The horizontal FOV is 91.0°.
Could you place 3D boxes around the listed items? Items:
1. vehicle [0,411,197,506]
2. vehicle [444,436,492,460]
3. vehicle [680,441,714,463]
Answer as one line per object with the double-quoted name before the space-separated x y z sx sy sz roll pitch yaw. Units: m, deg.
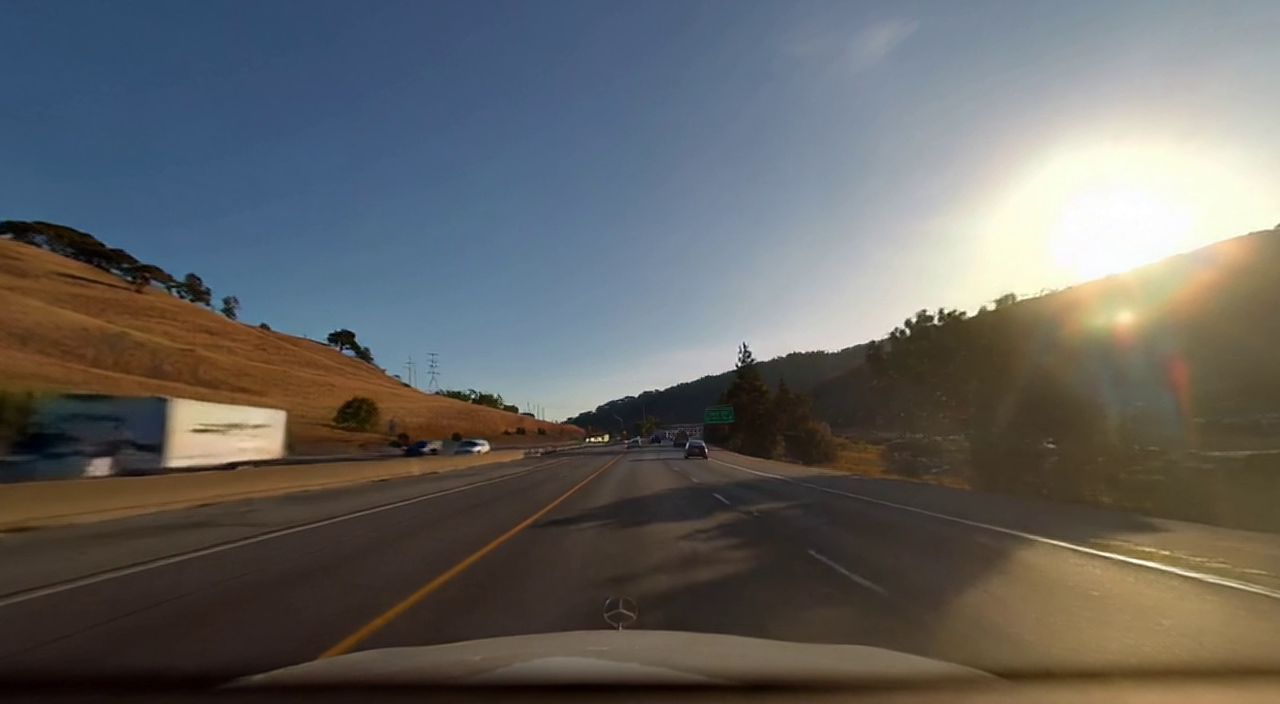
"vehicle" -14.693 2.598 15.678 2.671 1.976 6.166 0 -8 2
"vehicle" -13.074 7.311 48.074 2.098 1.724 4.494 0 -8 4
"vehicle" 3.960 7.079 44.681 1.943 1.490 4.246 0 -8 -1
